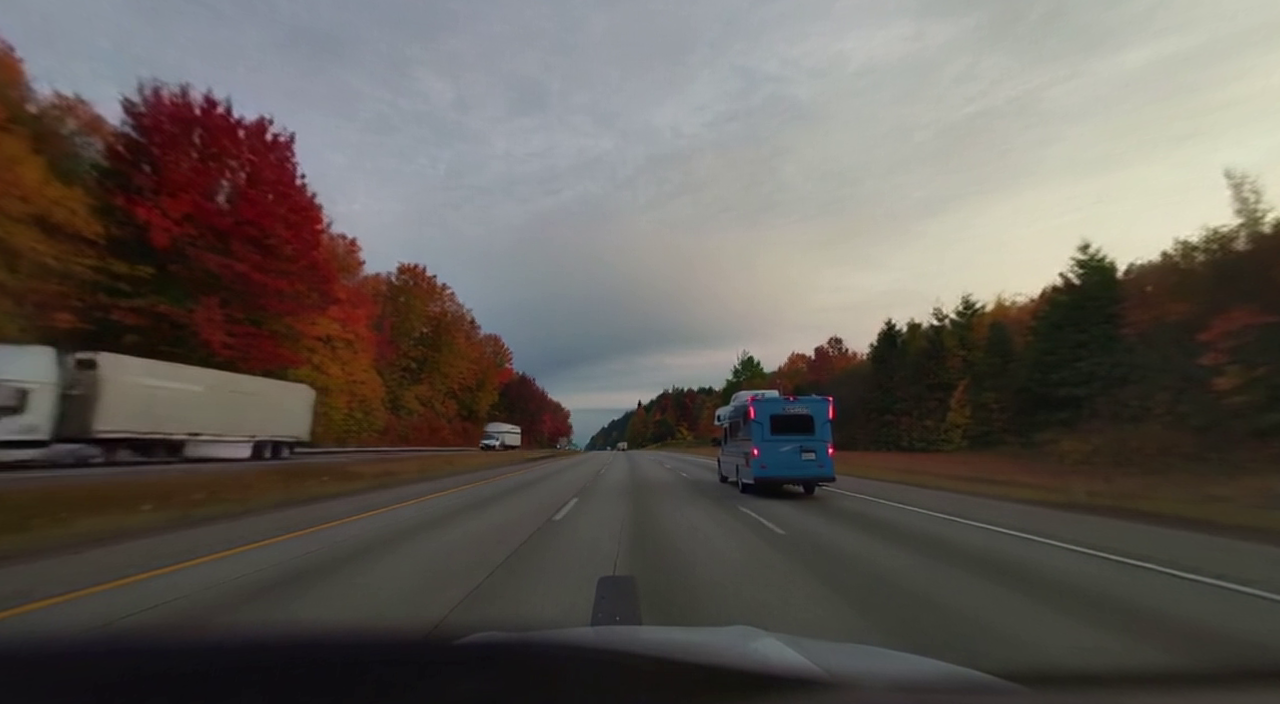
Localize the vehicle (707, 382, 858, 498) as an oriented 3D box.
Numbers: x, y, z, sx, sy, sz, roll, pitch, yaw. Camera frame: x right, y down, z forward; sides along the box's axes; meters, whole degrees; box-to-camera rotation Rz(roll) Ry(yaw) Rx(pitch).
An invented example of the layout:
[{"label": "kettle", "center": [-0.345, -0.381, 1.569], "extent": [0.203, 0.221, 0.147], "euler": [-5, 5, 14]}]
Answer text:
[{"label": "vehicle", "center": [3.922, 2.662, 19.242], "extent": [2.815, 2.876, 7.101], "euler": [0, -8, -1]}]

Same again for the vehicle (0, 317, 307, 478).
[{"label": "vehicle", "center": [-18.824, 2.178, 23.780], "extent": [3.271, 4.223, 17.609], "euler": [0, -8, -1]}]
